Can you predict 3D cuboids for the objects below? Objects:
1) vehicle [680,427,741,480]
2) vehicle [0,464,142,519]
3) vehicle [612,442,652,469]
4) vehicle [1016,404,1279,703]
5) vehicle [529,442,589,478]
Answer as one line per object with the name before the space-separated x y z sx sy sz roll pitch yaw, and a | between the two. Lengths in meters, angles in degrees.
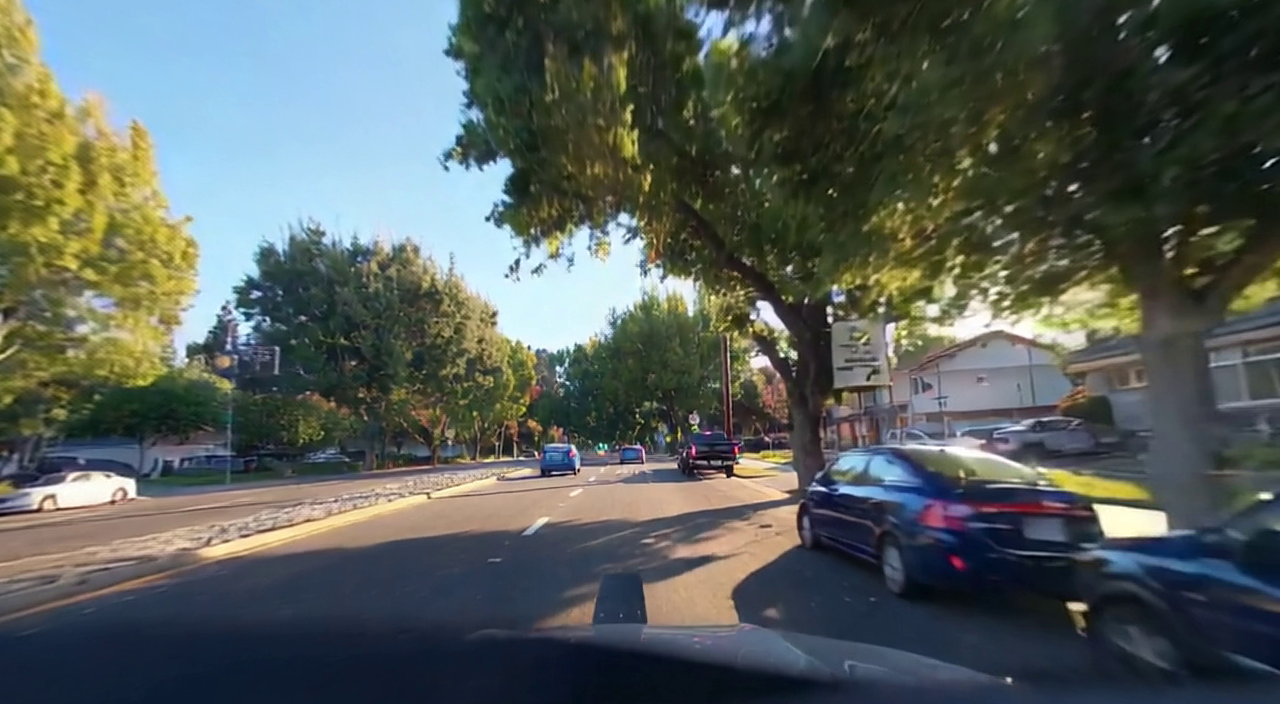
vehicle | 2.964 4.430 27.667 2.072 2.017 5.590 1 -9 0
vehicle | -19.317 4.592 21.103 1.812 1.499 4.276 1 -9 -2
vehicle | -0.466 6.080 37.146 2.187 1.478 4.138 1 -9 -1
vehicle | 3.348 0.896 1.734 1.819 1.554 4.638 1 -9 1
vehicle | -3.546 4.835 28.416 2.083 1.460 4.527 1 -9 0
